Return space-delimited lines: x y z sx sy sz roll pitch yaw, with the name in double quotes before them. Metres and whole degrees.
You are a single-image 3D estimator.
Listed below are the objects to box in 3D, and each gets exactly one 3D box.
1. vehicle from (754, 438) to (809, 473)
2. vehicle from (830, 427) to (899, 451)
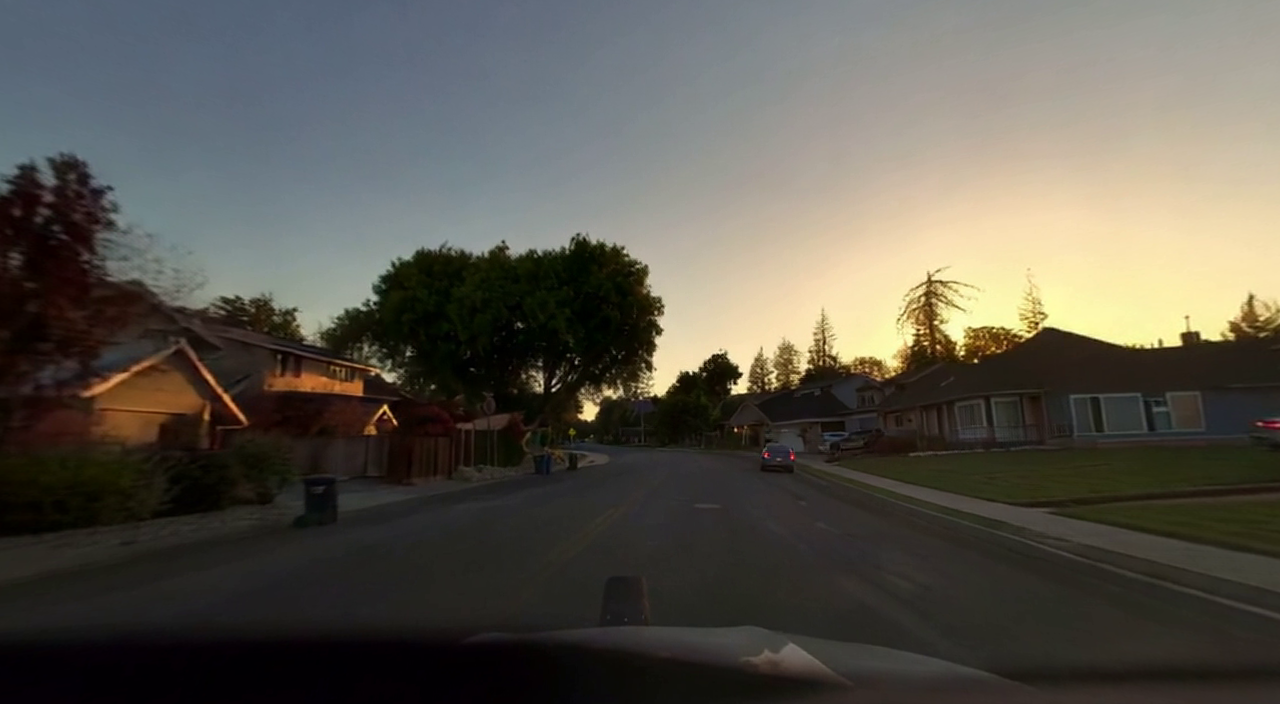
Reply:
"vehicle" 6.642 4.901 30.015 2.129 1.490 4.369 -1 -9 7
"vehicle" 16.646 6.467 46.820 4.403 1.662 1.882 0 -8 -1
